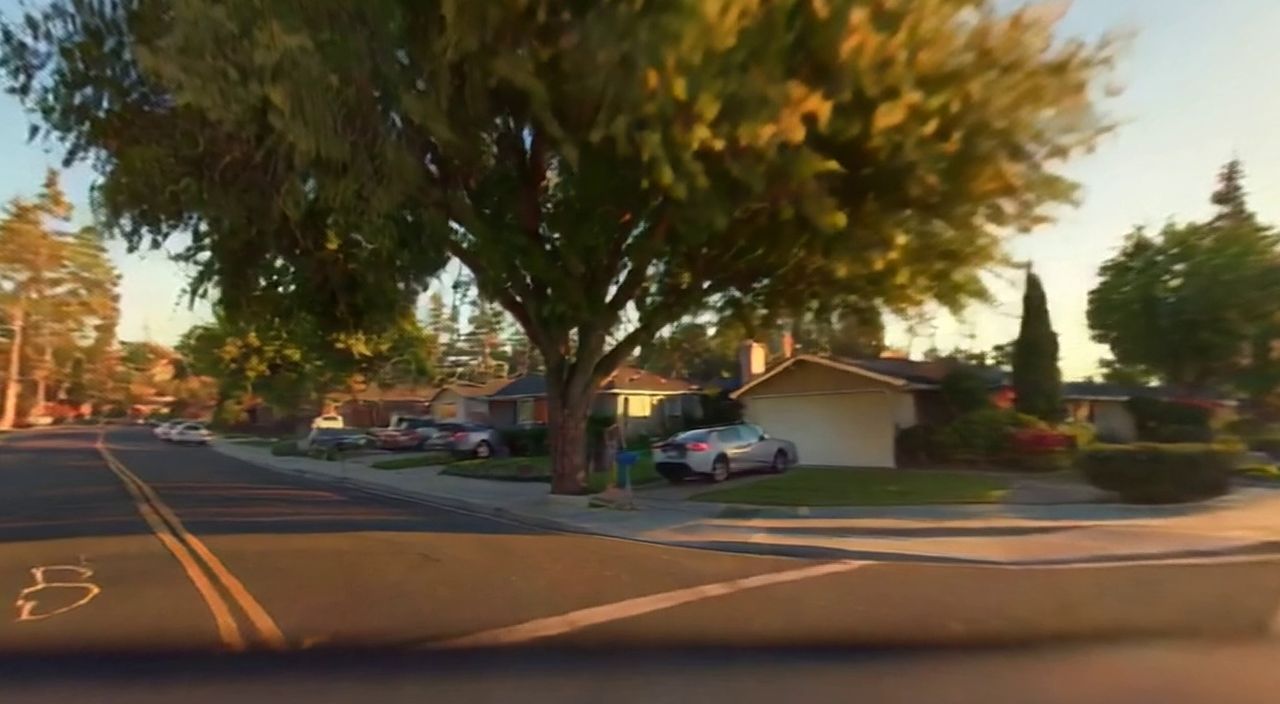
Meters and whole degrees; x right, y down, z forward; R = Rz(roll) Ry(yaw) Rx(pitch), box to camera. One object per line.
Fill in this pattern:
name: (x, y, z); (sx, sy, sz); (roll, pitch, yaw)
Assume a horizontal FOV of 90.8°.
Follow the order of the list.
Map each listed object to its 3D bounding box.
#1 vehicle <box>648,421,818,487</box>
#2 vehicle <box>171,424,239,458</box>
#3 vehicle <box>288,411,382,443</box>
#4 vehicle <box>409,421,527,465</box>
vehicle: (2.556, 2.679, 16.798); (4.569, 1.499, 1.917); (7, -11, -40)
vehicle: (-21.546, 4.403, 31.202); (2.009, 1.506, 4.698); (8, -11, -42)
vehicle: (-19.262, 4.750, 39.985); (4.861, 1.911, 2.181); (6, -10, -41)
vehicle: (-7.070, 3.793, 26.208); (4.230, 1.666, 1.978); (7, -11, -39)
